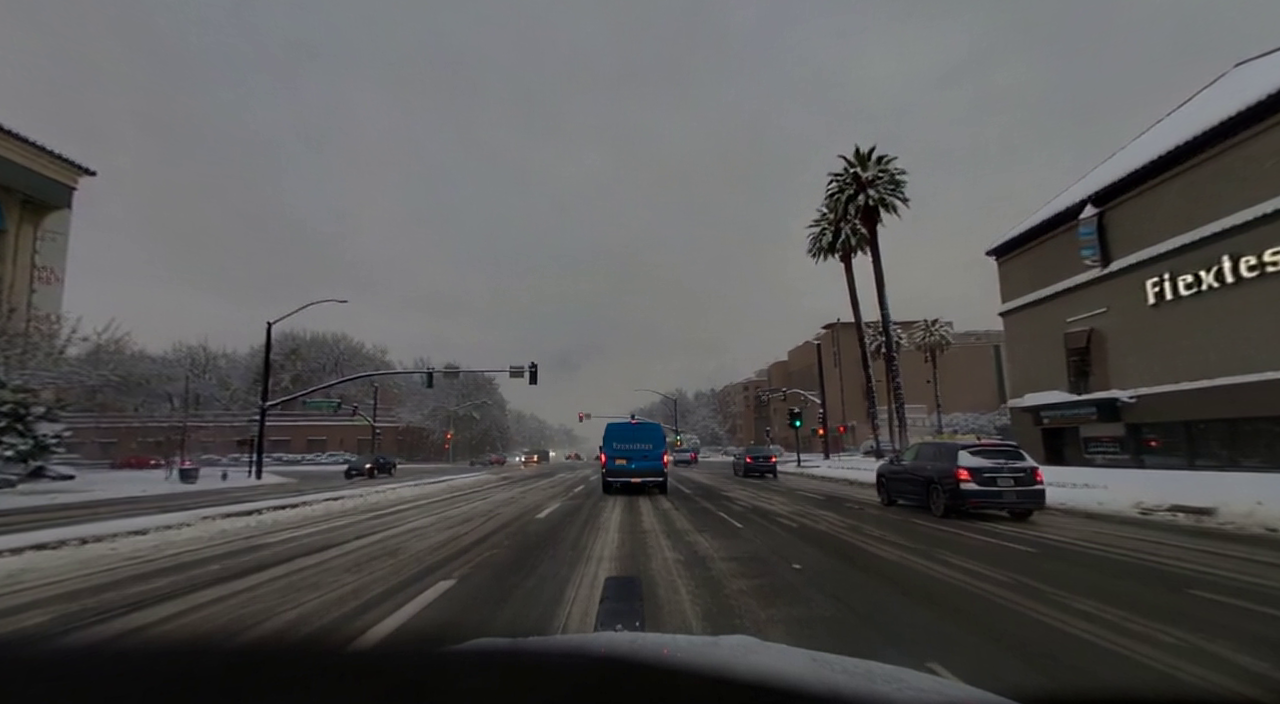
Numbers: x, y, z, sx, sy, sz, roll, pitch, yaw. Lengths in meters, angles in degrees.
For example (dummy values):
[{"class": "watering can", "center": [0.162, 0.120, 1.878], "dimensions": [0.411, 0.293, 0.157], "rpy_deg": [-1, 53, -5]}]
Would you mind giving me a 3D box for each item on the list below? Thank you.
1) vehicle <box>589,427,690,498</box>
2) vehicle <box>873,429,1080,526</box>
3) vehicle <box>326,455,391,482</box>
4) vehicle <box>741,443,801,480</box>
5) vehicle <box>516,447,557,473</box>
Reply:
[{"class": "vehicle", "center": [-0.103, 3.546, 20.687], "dimensions": [2.848, 1.991, 5.706], "rpy_deg": [0, -9, -2]}, {"class": "vehicle", "center": [7.130, 2.686, 14.097], "dimensions": [2.023, 1.771, 4.488], "rpy_deg": [0, -9, -2]}, {"class": "vehicle", "center": [-16.845, 6.969, 38.037], "dimensions": [1.953, 1.480, 4.632], "rpy_deg": [0, -9, -3]}, {"class": "vehicle", "center": [6.508, 5.497, 31.916], "dimensions": [1.931, 1.692, 4.267], "rpy_deg": [0, -9, -2]}, {"class": "vehicle", "center": [-6.953, 7.275, 42.777], "dimensions": [2.109, 1.653, 4.681], "rpy_deg": [0, -9, -2]}]
